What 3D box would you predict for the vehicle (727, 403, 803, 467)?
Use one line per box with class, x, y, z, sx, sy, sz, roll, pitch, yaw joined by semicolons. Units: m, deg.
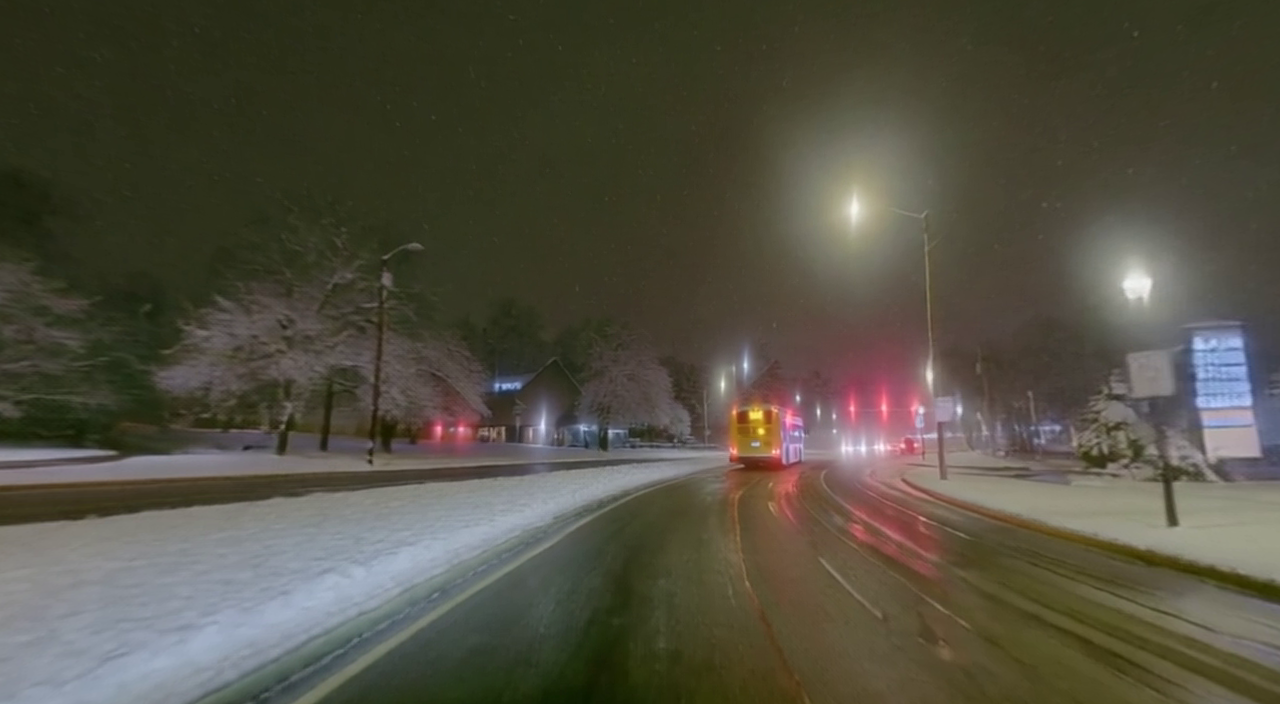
vehicle;8.047;5.288;39.250;3.031;3.429;11.005;-3;-9;19
